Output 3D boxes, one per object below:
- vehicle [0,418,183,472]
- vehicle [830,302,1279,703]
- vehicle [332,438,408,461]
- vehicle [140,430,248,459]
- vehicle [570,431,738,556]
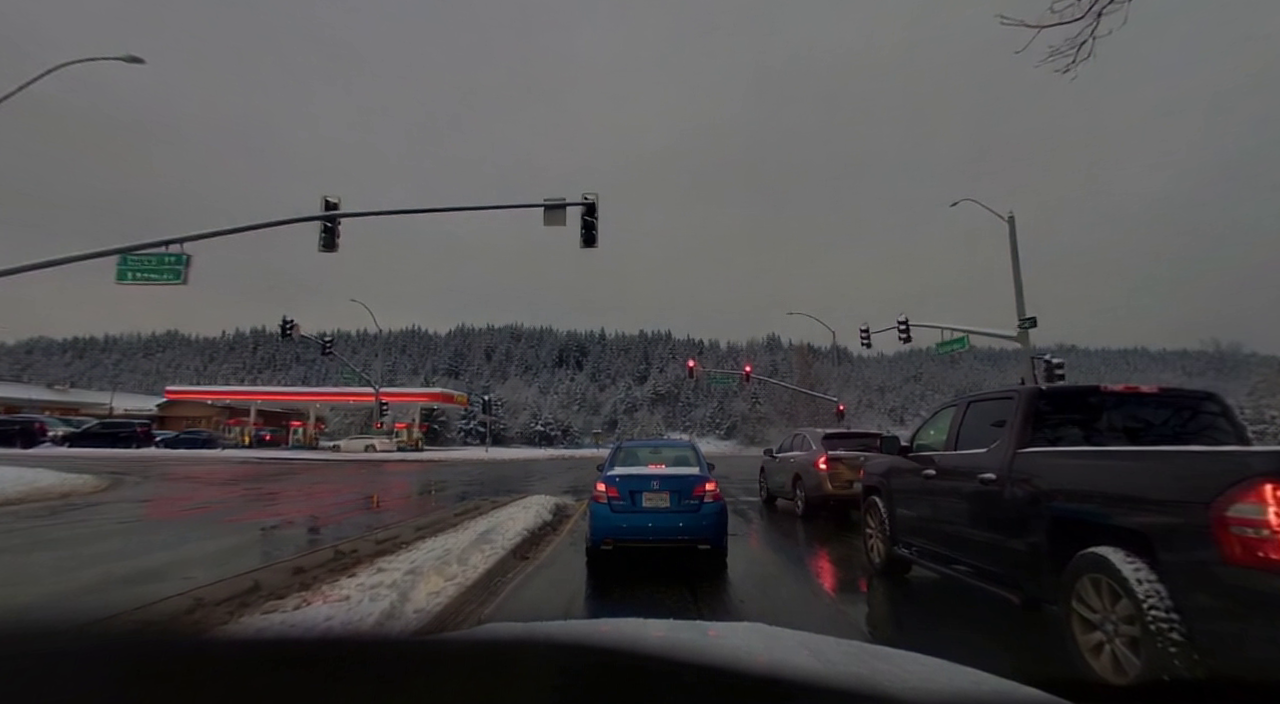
[{"bbox_3d":[-18.743,3.162,21.538,4.742,1.720,2.107,-1,-8,6],"label":"vehicle"},{"bbox_3d":[3.533,1.107,4.734,2.277,1.871,6.143,0,-8,0],"label":"vehicle"},{"bbox_3d":[-18.356,6.610,42.878,4.528,1.460,1.963,4,-10,-28],"label":"vehicle"},{"bbox_3d":[-23.258,4.840,32.964,4.326,1.420,1.798,-1,-8,4],"label":"vehicle"},{"bbox_3d":[0.165,2.000,9.608,2.027,1.494,3.824,0,-8,0],"label":"vehicle"}]
